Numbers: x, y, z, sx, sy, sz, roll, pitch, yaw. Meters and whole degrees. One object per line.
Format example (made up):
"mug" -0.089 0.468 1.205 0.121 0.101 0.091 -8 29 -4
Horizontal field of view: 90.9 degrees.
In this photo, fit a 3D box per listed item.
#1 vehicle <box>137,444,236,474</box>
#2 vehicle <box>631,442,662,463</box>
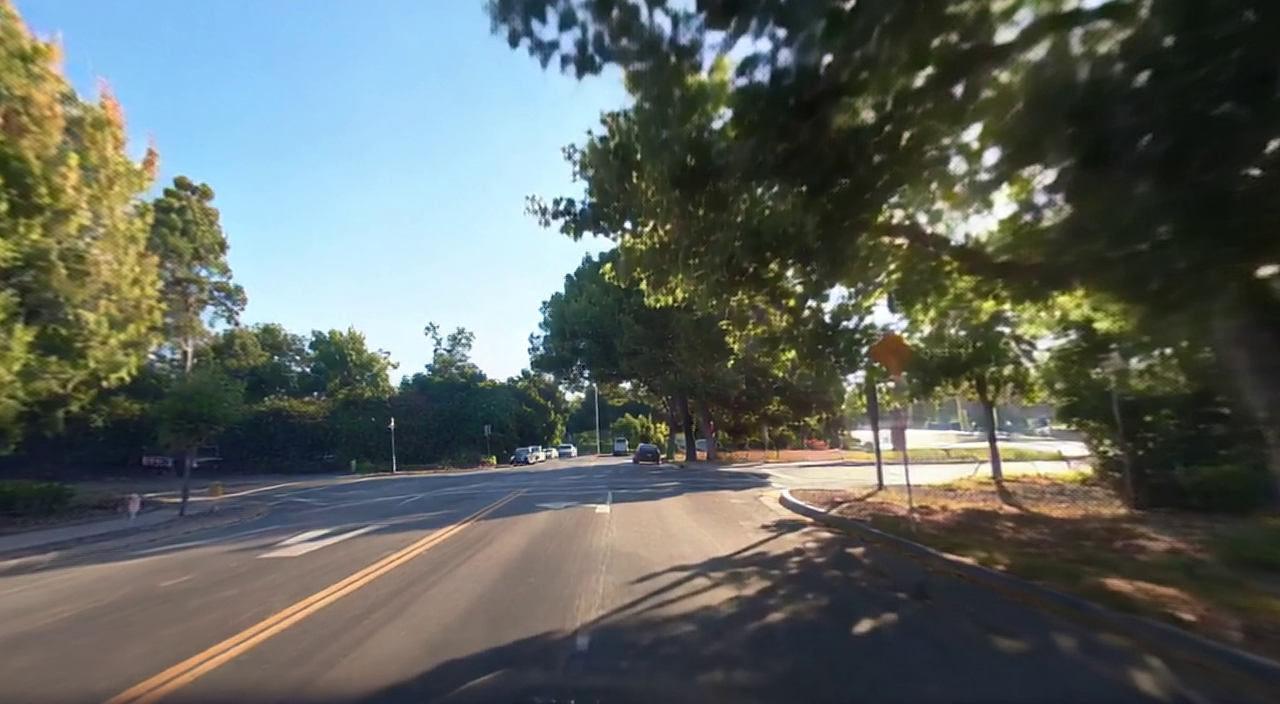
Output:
"vehicle" -28.782 6.760 40.061 4.986 1.796 2.066 -2 -8 10
"vehicle" 0.421 7.410 46.580 2.051 1.461 4.100 0 -8 -3
